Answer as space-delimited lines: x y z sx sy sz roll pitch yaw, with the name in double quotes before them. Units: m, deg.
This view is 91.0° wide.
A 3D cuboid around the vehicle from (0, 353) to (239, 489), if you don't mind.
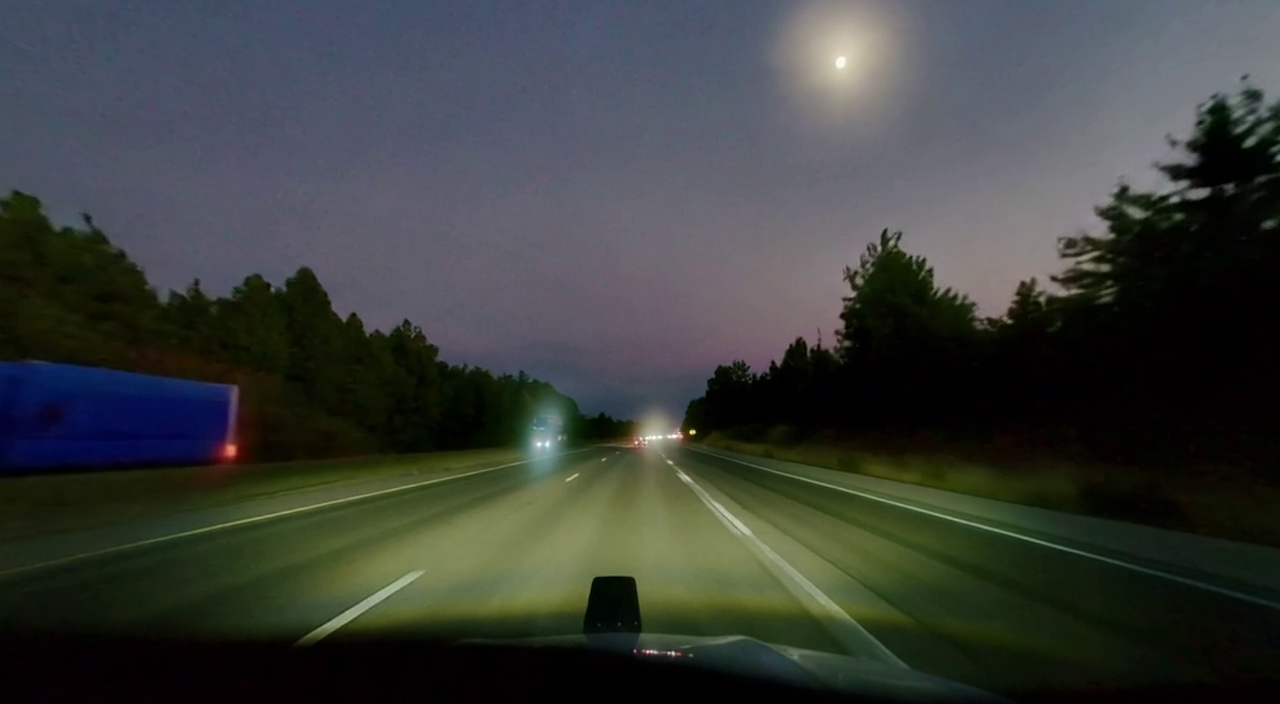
"vehicle" -17.824 2.399 20.904 2.910 3.522 9.143 0 -8 0
